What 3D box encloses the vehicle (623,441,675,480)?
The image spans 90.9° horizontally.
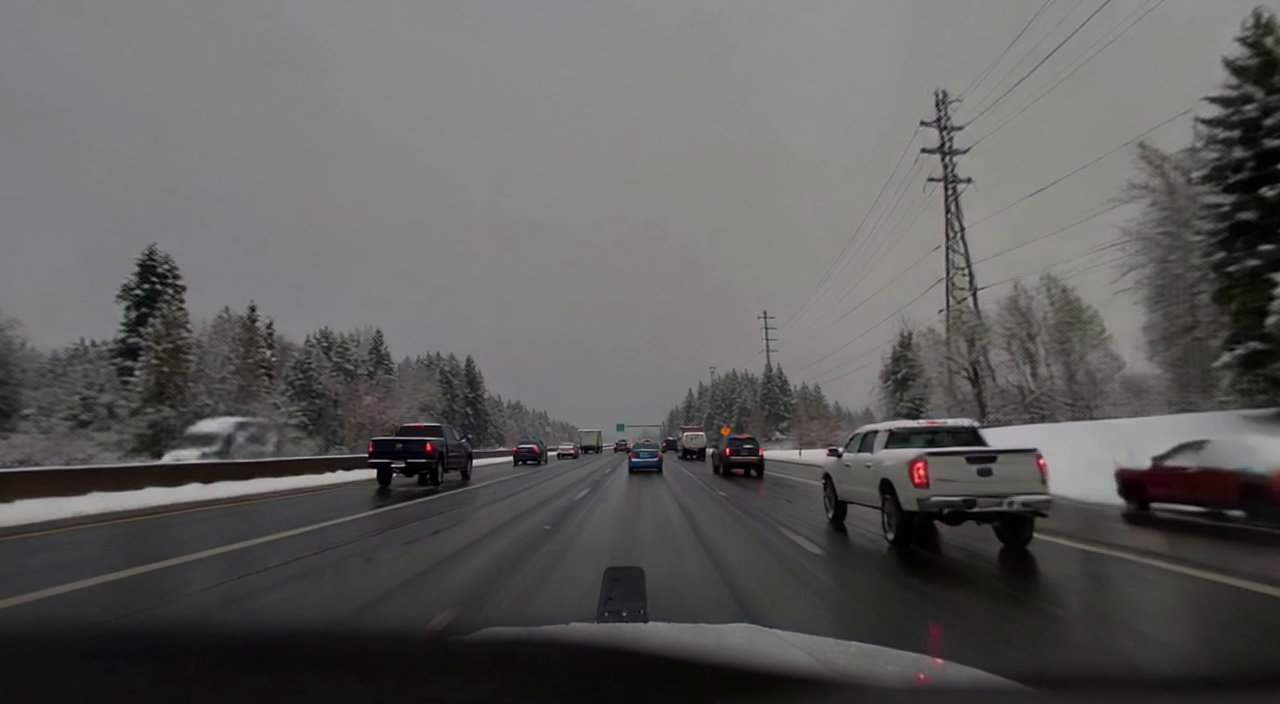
[{"bbox_3d":[0.335,4.384,25.715,1.966,1.444,3.986,0,-9,0],"label":"vehicle"}]

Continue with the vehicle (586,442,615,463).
[{"bbox_3d":[-2.991,7.653,48.205,1.904,1.479,4.274,0,-9,0],"label":"vehicle"}]

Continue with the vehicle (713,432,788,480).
[{"bbox_3d":[4.380,4.220,25.831,2.195,1.778,4.455,0,-9,-1],"label":"vehicle"}]

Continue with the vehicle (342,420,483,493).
[{"bbox_3d":[-6.847,3.239,19.892,2.269,1.936,5.777,0,-9,0],"label":"vehicle"}]

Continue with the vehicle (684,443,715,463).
[{"bbox_3d":[4.288,7.340,45.953,1.895,1.429,3.908,0,-9,0],"label":"vehicle"}]

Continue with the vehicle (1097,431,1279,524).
[{"bbox_3d":[11.448,2.273,11.800,2.117,1.491,4.830,0,-9,0],"label":"vehicle"}]

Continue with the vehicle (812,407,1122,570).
[{"bbox_3d":[4.022,1.751,8.813,2.002,1.691,4.290,0,-9,0],"label":"vehicle"}]

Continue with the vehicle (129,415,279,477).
[{"bbox_3d":[-18.315,4.025,27.019,2.192,2.362,5.785,0,-9,1],"label":"vehicle"}]

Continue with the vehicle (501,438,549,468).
[{"bbox_3d":[-6.825,6.026,37.894,1.978,1.680,4.263,0,-9,1],"label":"vehicle"}]
